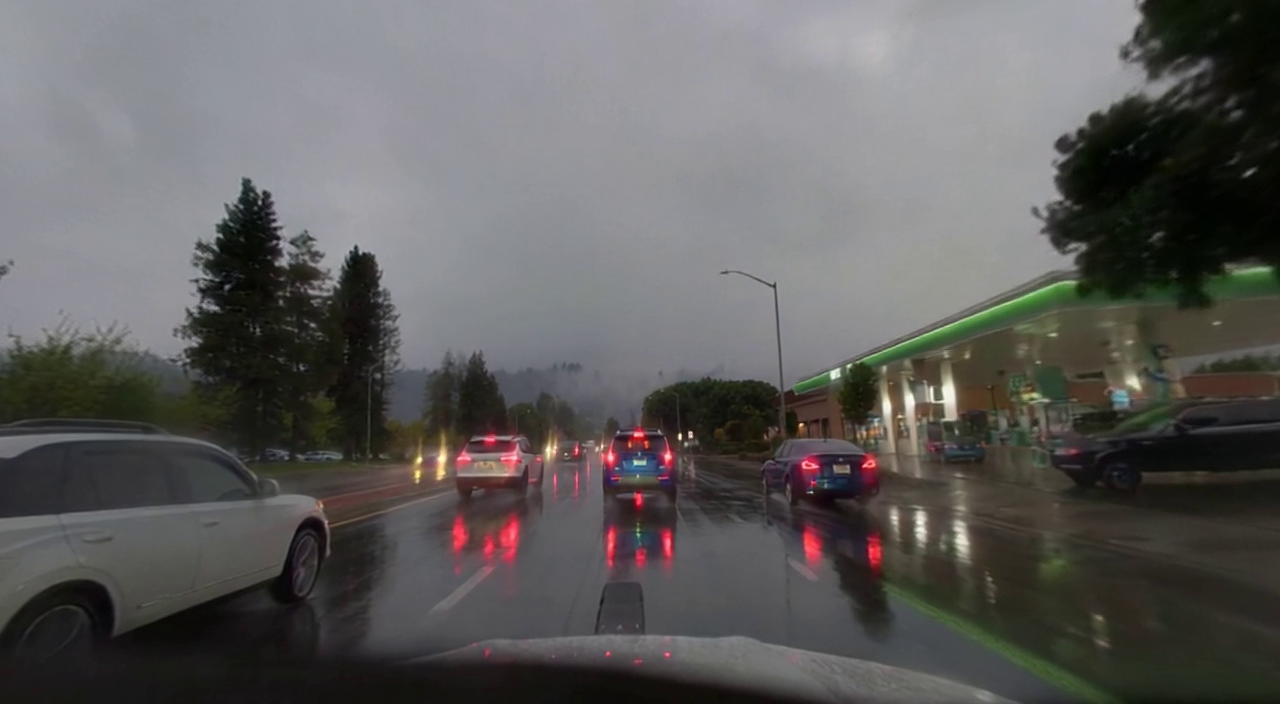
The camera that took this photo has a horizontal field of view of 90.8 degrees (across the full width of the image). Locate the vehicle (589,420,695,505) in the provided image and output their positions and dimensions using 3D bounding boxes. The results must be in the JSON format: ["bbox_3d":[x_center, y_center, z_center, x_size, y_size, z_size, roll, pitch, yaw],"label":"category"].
[{"bbox_3d":[0.021,2.689,15.758,2.279,1.803,4.254,0,-8,0],"label":"vehicle"}]

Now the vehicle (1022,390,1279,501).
[{"bbox_3d":[11.659,1.932,13.046,5.966,1.991,2.353,-9,-11,40],"label":"vehicle"}]

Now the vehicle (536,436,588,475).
[{"bbox_3d":[-3.597,4.846,29.804,1.871,1.673,3.920,0,-8,1],"label":"vehicle"}]

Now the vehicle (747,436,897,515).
[{"bbox_3d":[3.779,2.635,14.089,1.888,1.456,4.589,0,-8,-2],"label":"vehicle"}]

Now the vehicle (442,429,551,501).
[{"bbox_3d":[-3.705,2.982,17.095,1.932,1.695,4.150,0,-8,1],"label":"vehicle"}]

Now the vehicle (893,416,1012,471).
[{"bbox_3d":[11.902,3.553,24.484,2.102,1.887,4.673,0,-8,-1],"label":"vehicle"}]

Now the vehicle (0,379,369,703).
[{"bbox_3d":[-3.607,1.136,4.173,1.864,1.574,4.031,0,-8,-1],"label":"vehicle"}]
